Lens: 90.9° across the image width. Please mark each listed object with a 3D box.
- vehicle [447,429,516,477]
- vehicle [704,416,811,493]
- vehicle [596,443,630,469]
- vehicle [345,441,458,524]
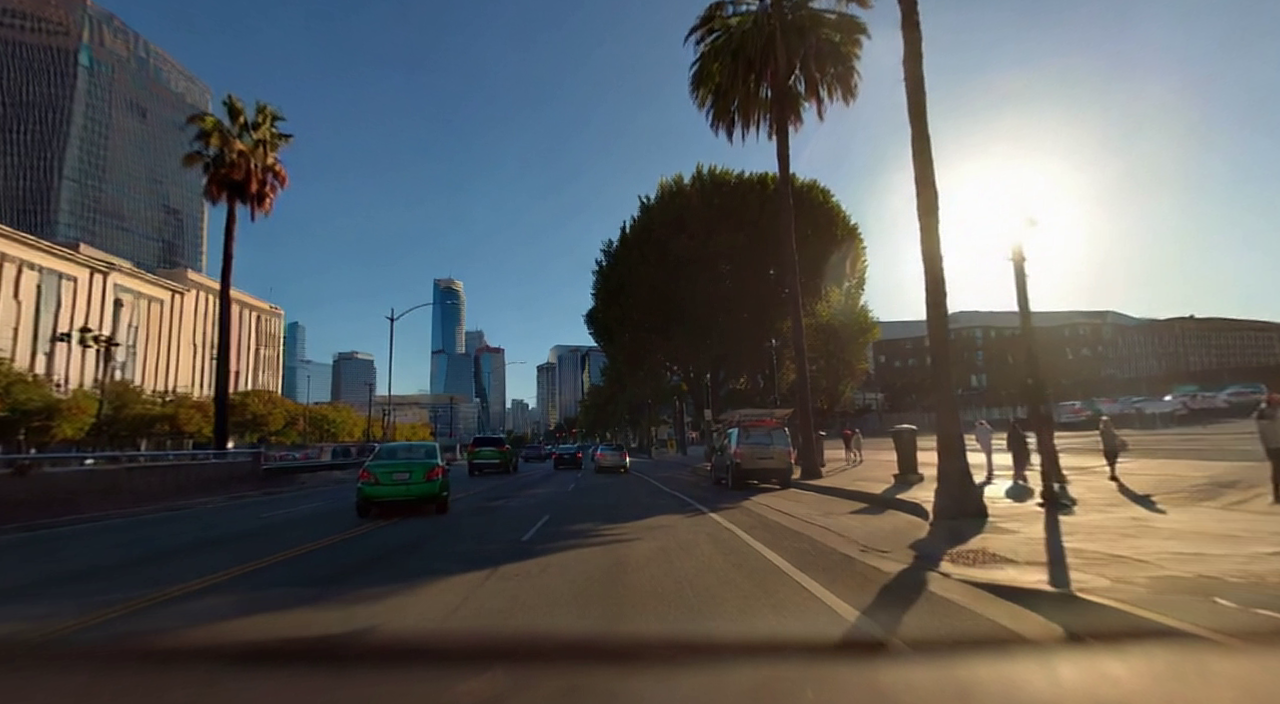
[{"bbox_3d":[-7.415,4.801,30.094,2.164,2.047,5.455,0,-9,-3],"label":"vehicle"},{"bbox_3d":[3.601,3.281,20.479,2.126,2.167,5.098,0,-9,-4],"label":"vehicle"},{"bbox_3d":[-1.740,6.471,39.348,1.972,1.473,4.000,0,-9,-4],"label":"vehicle"},{"bbox_3d":[-5.257,2.756,14.024,1.930,1.477,4.657,3,-9,-20],"label":"vehicle"}]
